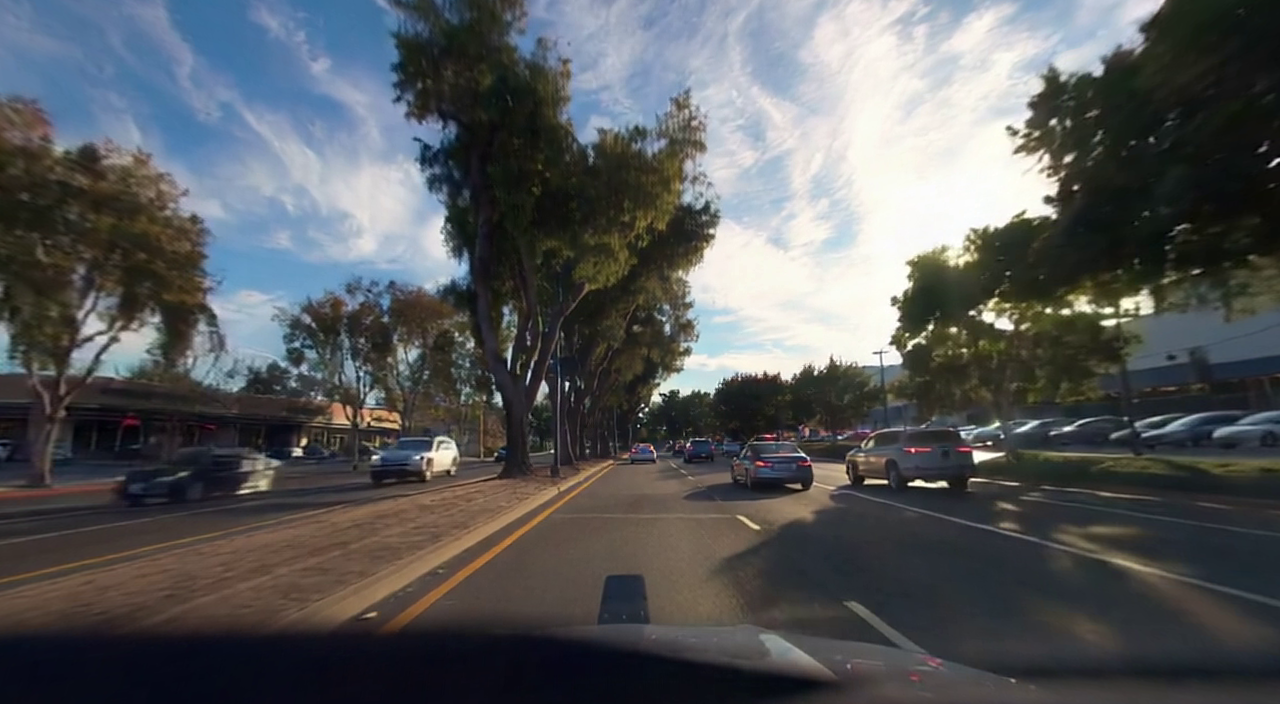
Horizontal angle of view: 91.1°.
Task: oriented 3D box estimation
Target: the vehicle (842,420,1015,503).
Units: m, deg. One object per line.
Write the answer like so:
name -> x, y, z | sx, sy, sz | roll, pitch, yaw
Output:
vehicle -> 7.373, 2.873, 16.807 | 2.188, 1.840, 5.050 | 0, -9, 0

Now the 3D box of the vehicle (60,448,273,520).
vehicle -> -11.448, 3.165, 15.677 | 1.866, 1.500, 4.361 | 0, -9, 0

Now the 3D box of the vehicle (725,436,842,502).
vehicle -> 3.631, 3.059, 16.835 | 2.010, 1.490, 4.639 | 0, -9, -1

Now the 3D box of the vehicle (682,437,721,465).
vehicle -> 4.085, 6.697, 42.516 | 2.130, 1.718, 4.310 | 0, -9, -1

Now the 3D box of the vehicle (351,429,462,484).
vehicle -> -8.241, 3.758, 22.731 | 2.116, 1.747, 4.727 | 0, -9, 1

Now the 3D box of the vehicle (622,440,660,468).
vehicle -> 0.073, 6.007, 37.115 | 2.111, 1.506, 4.018 | 0, -9, 0
